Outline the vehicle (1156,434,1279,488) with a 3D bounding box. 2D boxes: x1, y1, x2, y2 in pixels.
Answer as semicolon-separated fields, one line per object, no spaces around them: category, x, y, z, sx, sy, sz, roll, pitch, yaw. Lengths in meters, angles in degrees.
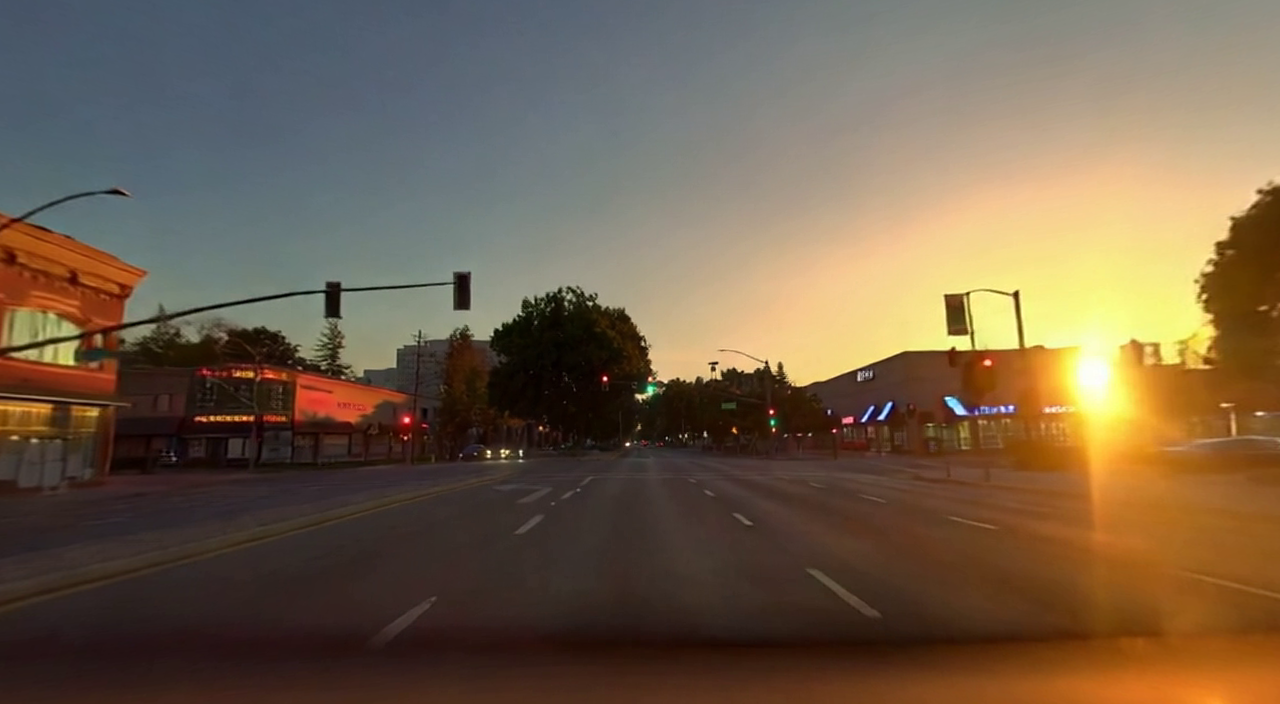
vehicle;18.831;3.281;19.258;4.545;1.511;1.935;0;-9;-3
